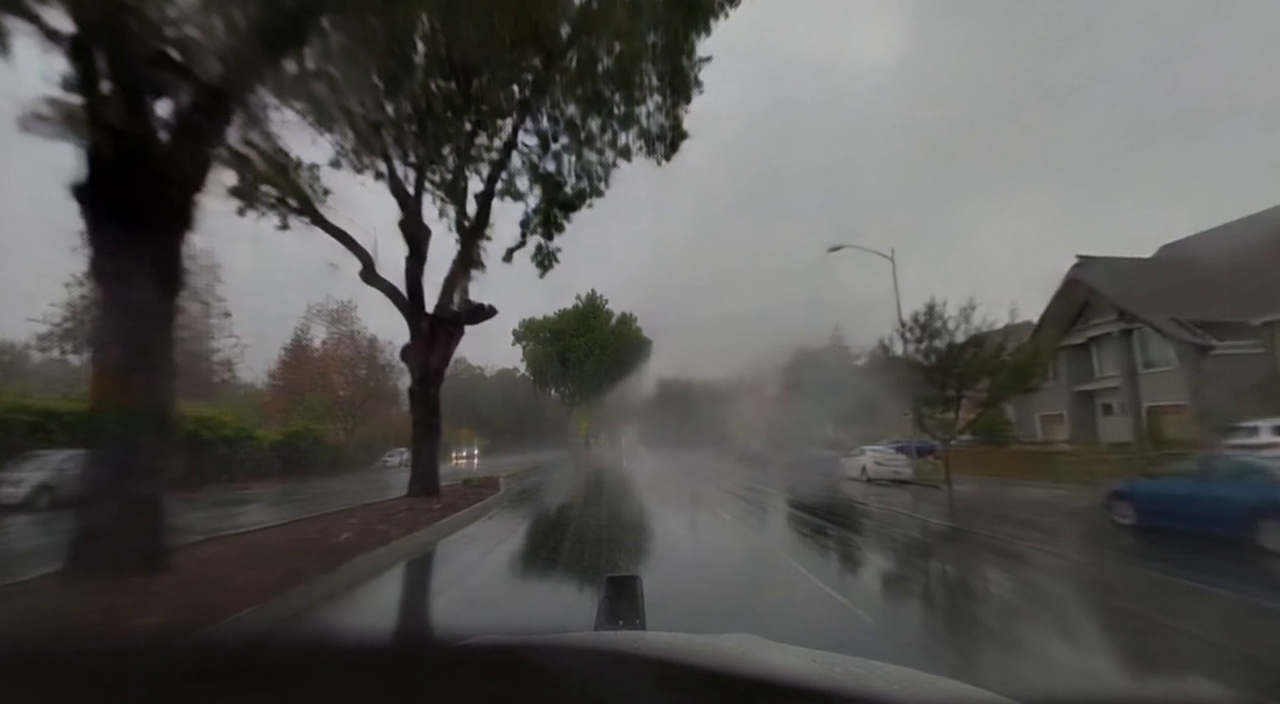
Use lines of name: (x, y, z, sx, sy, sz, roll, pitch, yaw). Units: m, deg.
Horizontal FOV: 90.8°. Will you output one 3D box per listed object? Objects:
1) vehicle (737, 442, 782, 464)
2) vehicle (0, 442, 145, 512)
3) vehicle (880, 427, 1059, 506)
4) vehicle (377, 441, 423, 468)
vehicle: (8.230, 6.988, 43.830, 1.925, 1.454, 4.493, 0, -8, -5)
vehicle: (-17.947, 3.688, 19.026, 2.016, 1.755, 5.389, -3, -8, -3)
vehicle: (8.638, 3.037, 17.257, 2.100, 1.821, 4.991, 0, -8, -1)
vehicle: (-18.863, 8.025, 49.851, 1.994, 1.874, 4.502, -3, -8, -1)
